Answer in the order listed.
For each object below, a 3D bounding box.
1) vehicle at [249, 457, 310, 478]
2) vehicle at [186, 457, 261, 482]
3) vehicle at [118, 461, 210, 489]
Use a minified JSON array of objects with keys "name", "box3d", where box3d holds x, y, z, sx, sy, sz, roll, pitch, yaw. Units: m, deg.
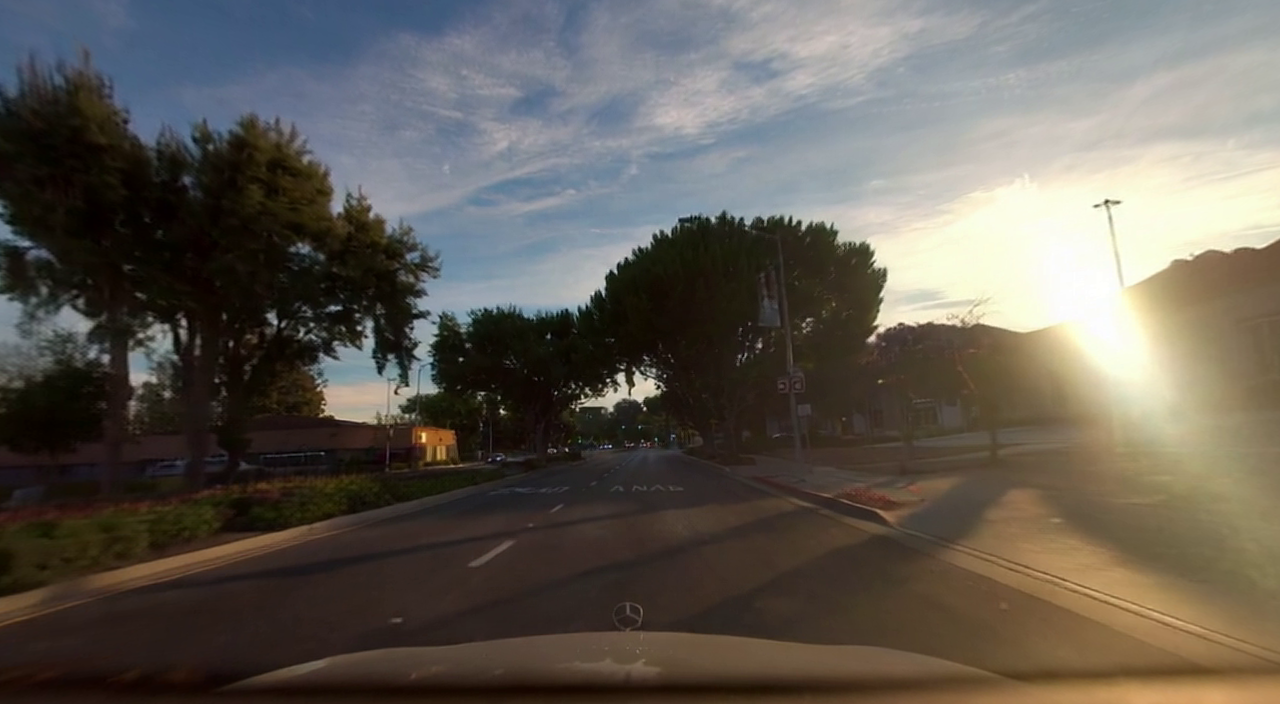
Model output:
[{"name":"vehicle","box3d":[-27.510,8.825,47.939,3.592,1.501,1.697,0,-9,2]},{"name":"vehicle","box3d":[-28.169,7.943,42.539,3.664,1.564,2.023,0,-9,1]},{"name":"vehicle","box3d":[-27.658,7.121,36.553,3.797,1.527,1.830,0,-9,0]}]
